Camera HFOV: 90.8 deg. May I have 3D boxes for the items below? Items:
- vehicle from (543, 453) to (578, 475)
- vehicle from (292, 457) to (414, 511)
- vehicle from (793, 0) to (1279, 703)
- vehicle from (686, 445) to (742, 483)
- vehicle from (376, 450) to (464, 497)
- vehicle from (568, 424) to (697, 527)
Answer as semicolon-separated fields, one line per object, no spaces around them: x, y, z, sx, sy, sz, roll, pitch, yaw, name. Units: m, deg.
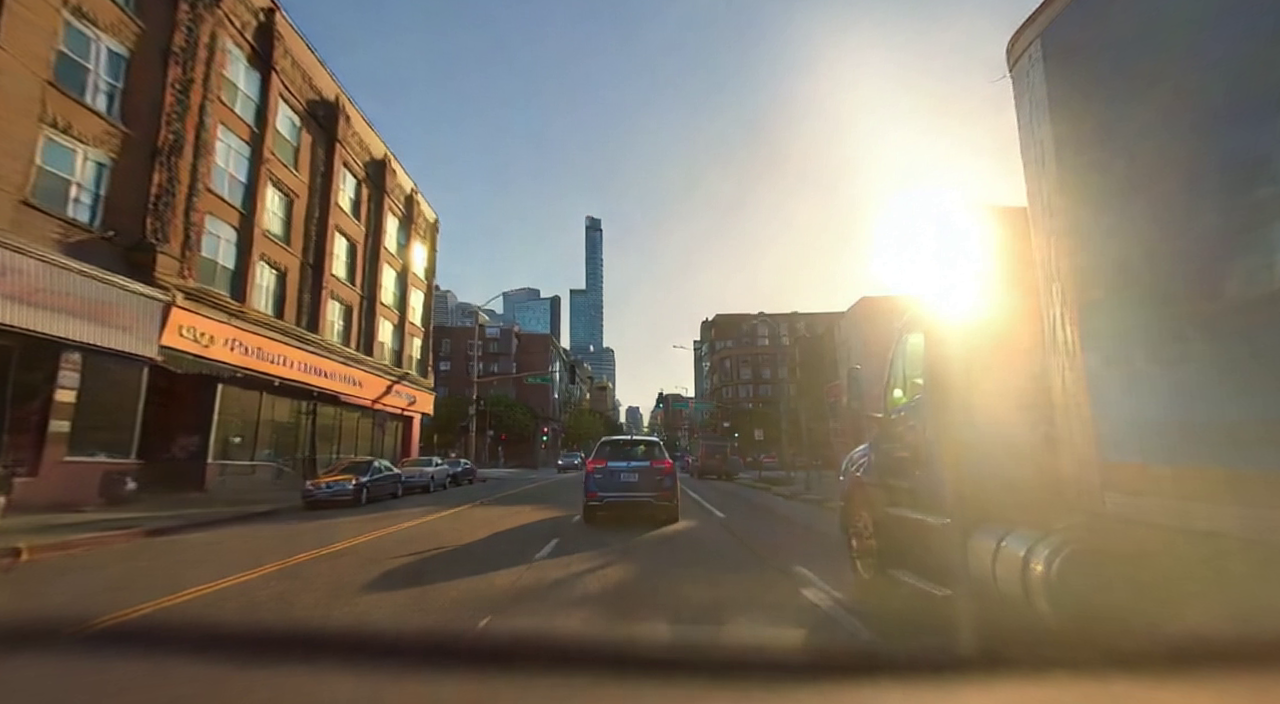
-5.794;8.184;46.551;1.947;1.462;4.640;-1;-8;1;vehicle
-8.740;4.027;19.715;1.805;1.379;4.359;0;-8;-1;vehicle
3.136;-0.110;2.088;2.913;3.771;9.716;0;-8;1;vehicle
3.459;5.336;30.476;2.159;1.696;4.316;0;-8;0;vehicle
-8.844;4.870;25.805;2.084;1.686;4.422;0;-8;-1;vehicle
-0.122;2.525;13.502;2.283;1.783;4.548;0;-8;0;vehicle
